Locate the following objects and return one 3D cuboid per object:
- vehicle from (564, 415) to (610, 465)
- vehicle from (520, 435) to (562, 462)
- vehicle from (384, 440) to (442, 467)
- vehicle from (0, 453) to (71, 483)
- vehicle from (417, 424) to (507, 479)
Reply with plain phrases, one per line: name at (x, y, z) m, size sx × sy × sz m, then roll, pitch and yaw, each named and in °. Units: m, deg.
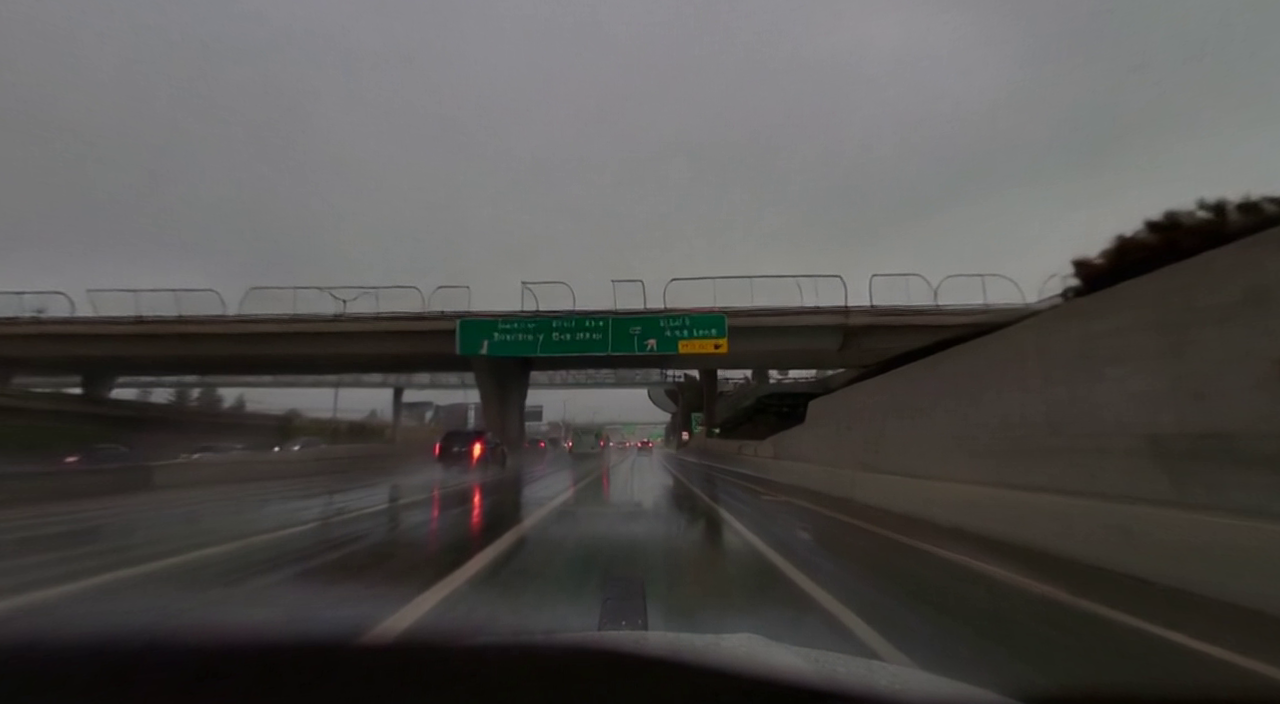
vehicle at (-3.221, 5.575, 39.681) m, size 2.301 × 2.843 × 6.458 m, roll 0°, pitch -8°, yaw 0°
vehicle at (-6.840, 6.740, 43.828) m, size 2.109 × 1.784 × 4.709 m, roll 0°, pitch -8°, yaw 1°
vehicle at (-13.531, 6.062, 37.741) m, size 1.899 × 1.485 × 4.368 m, roll 0°, pitch -8°, yaw 0°
vehicle at (-32.555, 6.083, 33.097) m, size 1.689 × 1.383 × 3.611 m, roll 0°, pitch -8°, yaw 0°
vehicle at (-6.951, 3.960, 25.164) m, size 2.179 × 1.948 × 4.618 m, roll 0°, pitch -8°, yaw 1°
